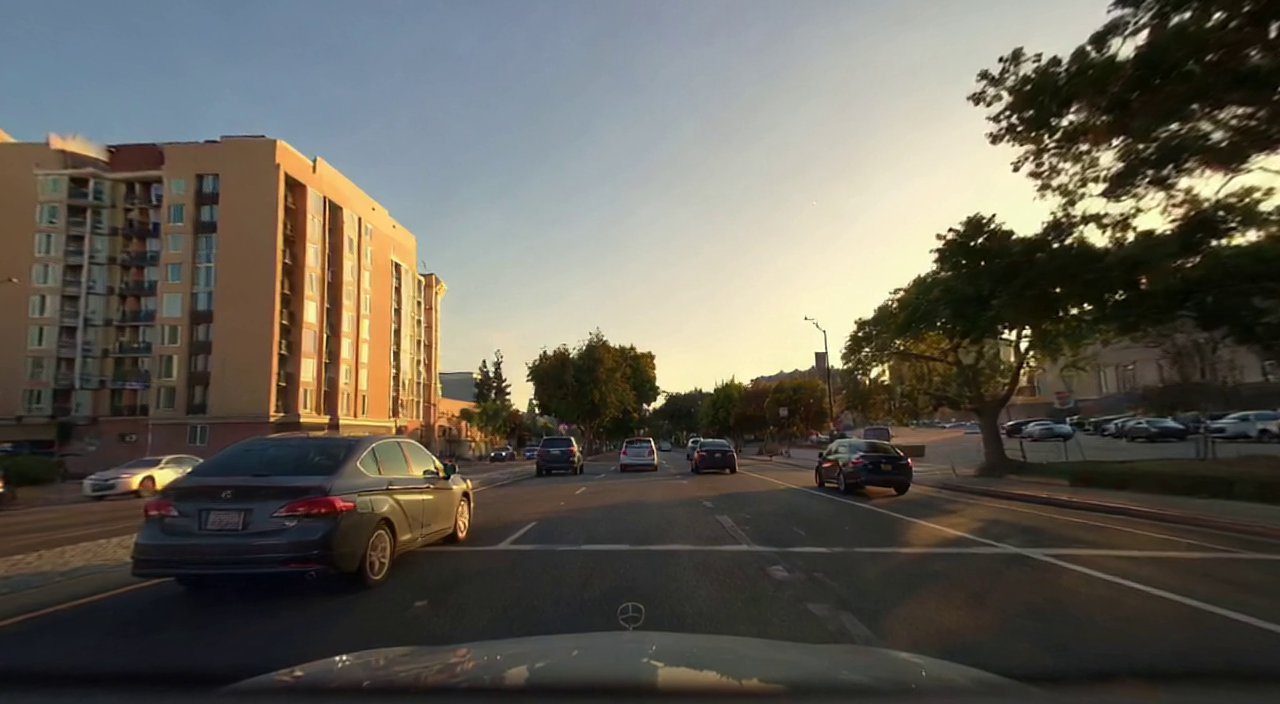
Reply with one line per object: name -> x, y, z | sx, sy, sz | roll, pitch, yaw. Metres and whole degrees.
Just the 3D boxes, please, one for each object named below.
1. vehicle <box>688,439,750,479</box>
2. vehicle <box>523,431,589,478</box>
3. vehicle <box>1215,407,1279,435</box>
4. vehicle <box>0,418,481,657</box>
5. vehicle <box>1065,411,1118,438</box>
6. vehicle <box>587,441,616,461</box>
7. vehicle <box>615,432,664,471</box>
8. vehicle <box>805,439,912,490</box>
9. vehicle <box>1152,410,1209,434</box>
vehicle -> 3.076, 4.259, 25.381 | 1.884, 1.458, 4.245 | 0, -8, -1
vehicle -> -3.431, 4.307, 26.617 | 2.117, 1.799, 4.442 | -1, -9, 1
vehicle -> 36.607, 4.205, 37.782 | 1.864, 1.492, 4.145 | -4, -9, 25
vehicle -> -3.224, 1.508, 6.250 | 2.095, 1.486, 4.411 | -1, -9, 1
vehicle -> 31.100, 5.072, 43.534 | 1.993, 1.708, 4.464 | -4, -9, 23
vehicle -> -2.947, 7.705, 49.108 | 1.900, 1.454, 4.086 | -1, -9, 1
vehicle -> -0.039, 5.062, 32.097 | 2.304, 1.795, 4.526 | 0, -9, 0
vehicle -> 6.939, 3.606, 20.613 | 1.865, 1.458, 4.605 | 0, -9, 0
vehicle -> 37.131, 4.854, 43.437 | 1.854, 1.471, 4.595 | -5, -10, 27
